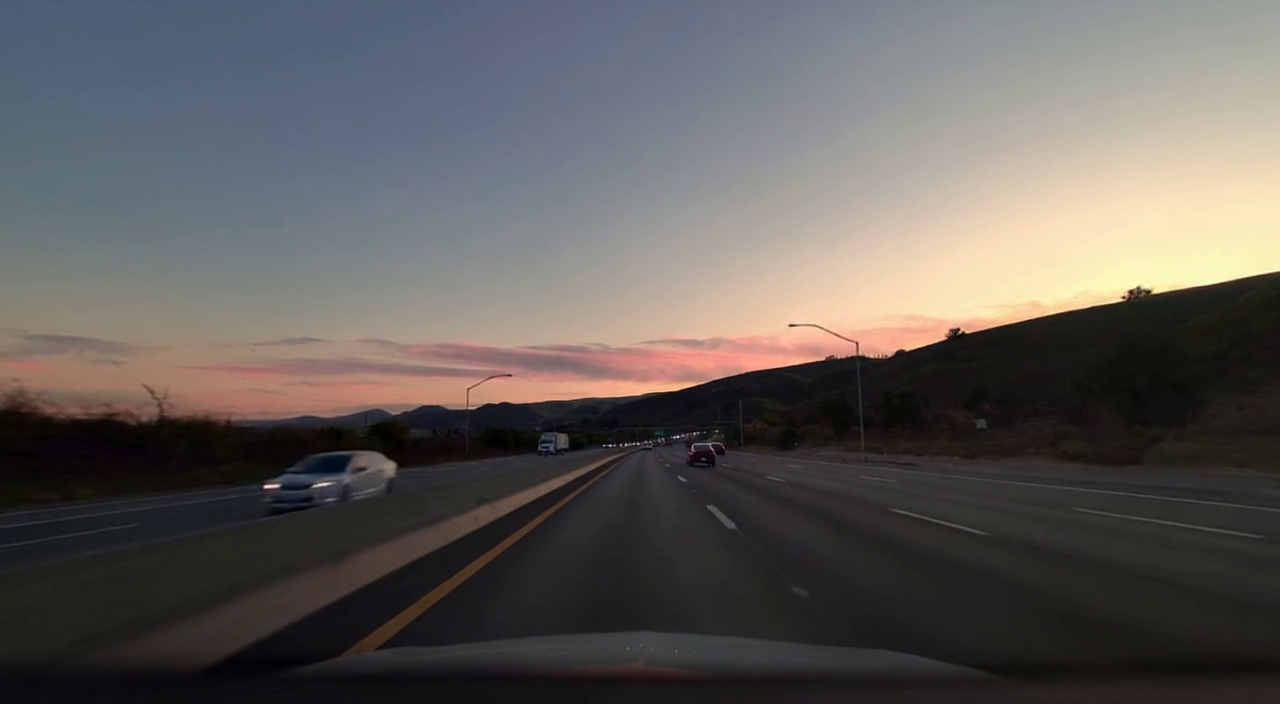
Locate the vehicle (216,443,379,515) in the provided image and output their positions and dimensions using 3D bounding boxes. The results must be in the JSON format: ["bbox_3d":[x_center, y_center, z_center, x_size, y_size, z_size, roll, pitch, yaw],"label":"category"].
[{"bbox_3d":[-8.726,3.217,16.589,1.912,1.612,4.140,0,-8,1],"label":"vehicle"}]

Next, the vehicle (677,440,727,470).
[{"bbox_3d":[3.077,5.222,32.220,2.044,1.444,4.216,0,-8,-1],"label":"vehicle"}]
